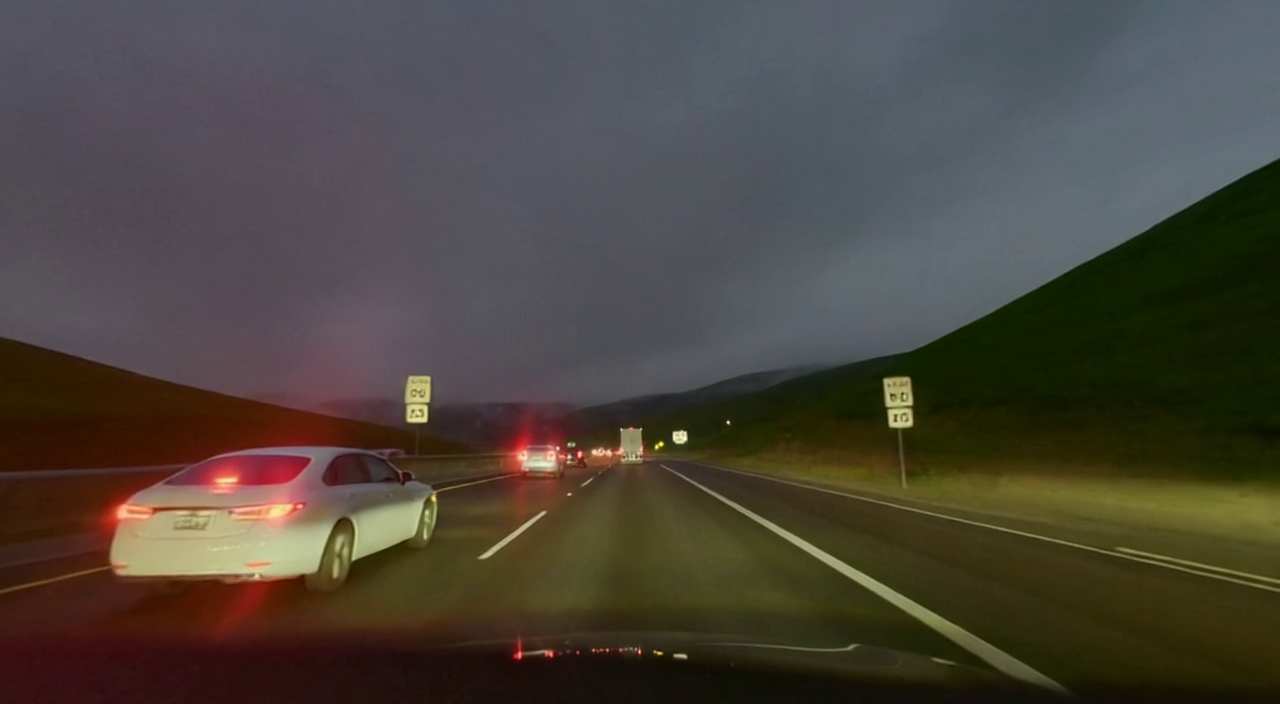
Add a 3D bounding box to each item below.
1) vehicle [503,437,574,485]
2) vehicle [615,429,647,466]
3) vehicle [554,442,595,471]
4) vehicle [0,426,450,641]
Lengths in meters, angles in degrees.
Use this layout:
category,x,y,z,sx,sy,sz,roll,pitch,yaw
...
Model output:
category,x,y,z,sx,sy,sz,roll,pitch,yaw
vehicle,-3.876,4.241,24.864,2.073,1.694,4.162,0,-9,0
vehicle,-0.648,7.358,48.631,2.227,2.611,5.900,0,-9,1
vehicle,-3.864,6.227,37.821,2.044,1.624,4.032,0,-9,0
vehicle,-3.670,1.586,6.619,1.988,1.440,4.504,0,-9,-1
